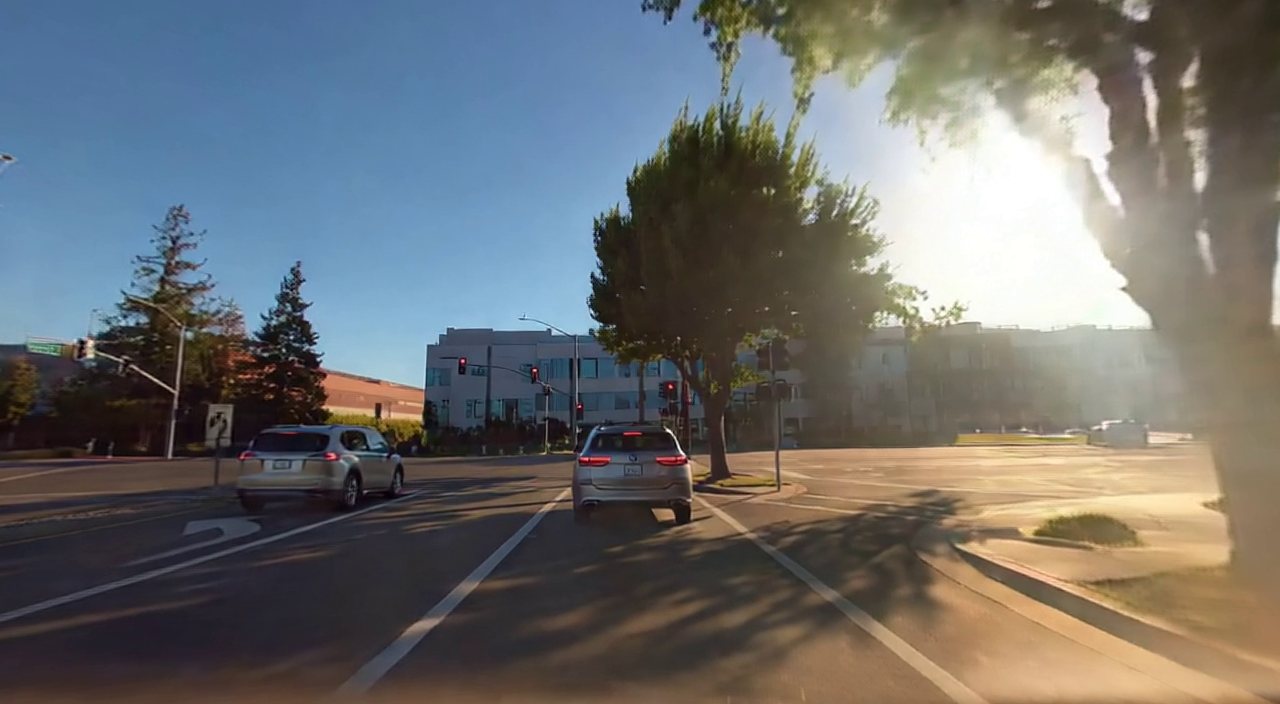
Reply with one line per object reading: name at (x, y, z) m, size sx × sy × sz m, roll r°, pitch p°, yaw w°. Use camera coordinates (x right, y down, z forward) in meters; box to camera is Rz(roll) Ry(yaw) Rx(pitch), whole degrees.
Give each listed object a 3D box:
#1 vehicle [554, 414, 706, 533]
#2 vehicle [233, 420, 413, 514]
vehicle at (-0.290, 2.043, 11.099) m, size 2.154 × 1.670 × 4.140 m, roll 1°, pitch -9°, yaw -4°
vehicle at (-6.556, 2.413, 13.652) m, size 2.020 × 1.695 × 4.187 m, roll 1°, pitch -9°, yaw -5°
